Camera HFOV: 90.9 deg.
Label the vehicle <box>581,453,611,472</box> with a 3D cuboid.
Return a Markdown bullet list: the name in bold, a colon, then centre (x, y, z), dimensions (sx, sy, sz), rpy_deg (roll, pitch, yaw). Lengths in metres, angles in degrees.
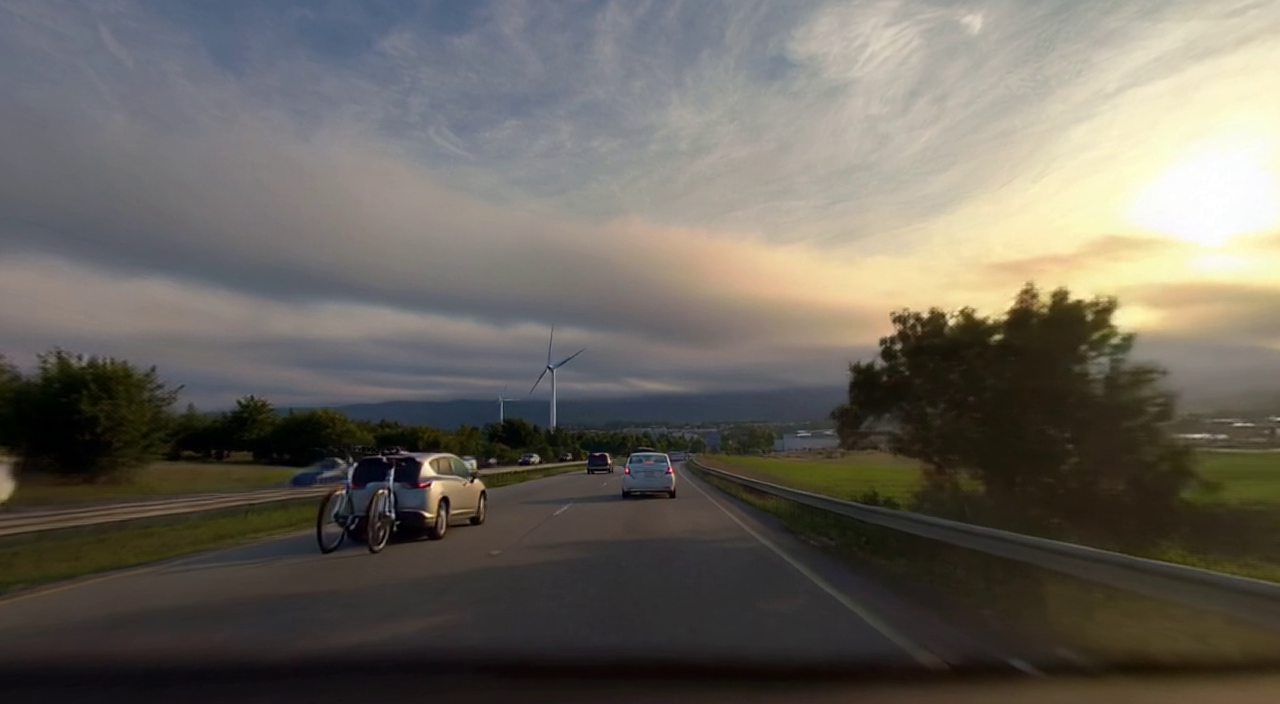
- **vehicle**: centre (-3.416, 8.727, 49.917), dimensions (2.059, 1.455, 4.205), rpy_deg (0, -9, 1)

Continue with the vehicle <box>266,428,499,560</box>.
- **vehicle**: centre (-3.795, 2.159, 10.240), dimensions (1.962, 1.681, 4.033), rpy_deg (-1, -9, 2)

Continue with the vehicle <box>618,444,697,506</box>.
- **vehicle**: centre (0.474, 3.532, 18.487), dimensions (2.063, 1.582, 3.955), rpy_deg (0, -9, 1)
